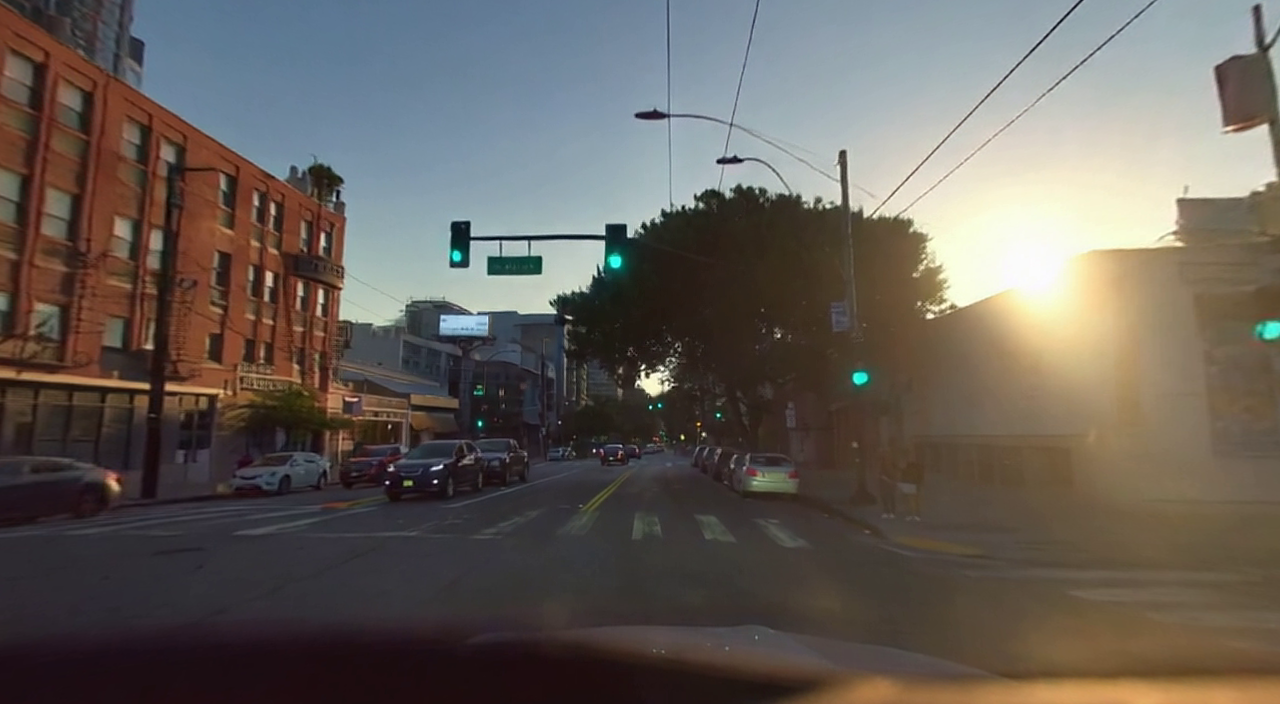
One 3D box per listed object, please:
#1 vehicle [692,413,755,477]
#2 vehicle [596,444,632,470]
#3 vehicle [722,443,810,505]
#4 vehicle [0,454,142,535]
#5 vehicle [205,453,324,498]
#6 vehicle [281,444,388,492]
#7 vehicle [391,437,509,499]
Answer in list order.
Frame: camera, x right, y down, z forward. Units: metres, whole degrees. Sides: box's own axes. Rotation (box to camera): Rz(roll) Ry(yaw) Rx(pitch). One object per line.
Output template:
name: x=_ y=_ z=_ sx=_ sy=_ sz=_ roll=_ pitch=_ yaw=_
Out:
vehicle: x=4.850 y=5.636 z=38.269 sx=2.989 sy=3.455 sz=7.975 roll=-1 pitch=-8 yaw=2
vehicle: x=-1.600 y=6.605 z=39.784 sx=1.973 sy=1.496 sz=3.713 roll=-1 pitch=-8 yaw=2
vehicle: x=3.902 y=3.821 z=20.220 sx=1.924 sy=1.765 sz=3.954 roll=0 pitch=-8 yaw=0
vehicle: x=-12.742 y=2.730 z=12.147 sx=1.934 sy=1.434 sz=4.636 roll=-2 pitch=-9 yaw=13
vehicle: x=-14.364 y=4.708 z=24.435 sx=2.012 sy=1.476 sz=4.284 roll=0 pitch=-8 yaw=-1
vehicle: x=-11.430 y=4.342 z=23.916 sx=1.933 sy=1.628 sz=3.973 roll=-1 pitch=-8 yaw=2
vehicle: x=-5.335 y=3.303 z=18.370 sx=1.942 sy=1.559 sz=4.298 roll=-1 pitch=-8 yaw=2
